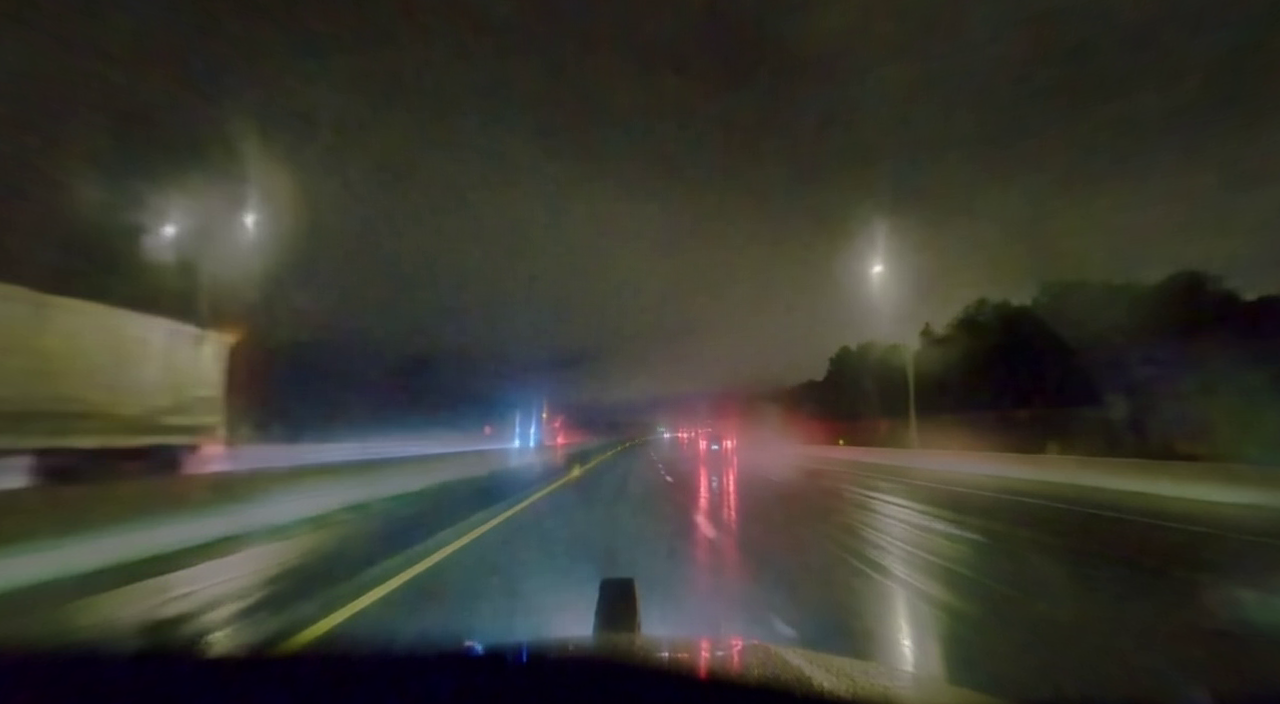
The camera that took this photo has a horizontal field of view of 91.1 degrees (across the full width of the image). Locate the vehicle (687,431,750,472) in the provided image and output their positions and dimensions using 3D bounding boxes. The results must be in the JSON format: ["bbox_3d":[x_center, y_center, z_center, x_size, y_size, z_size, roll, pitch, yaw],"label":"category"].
[{"bbox_3d":[3.253,4.204,26.946,2.084,1.583,4.420,0,-8,-1],"label":"vehicle"}]

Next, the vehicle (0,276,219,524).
[{"bbox_3d":[-12.419,0.581,8.888,3.293,4.139,14.123,0,-8,-1],"label":"vehicle"}]

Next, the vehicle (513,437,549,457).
[{"bbox_3d":[-8.586,7.517,49.959,1.946,1.496,5.056,0,-8,0],"label":"vehicle"}]
